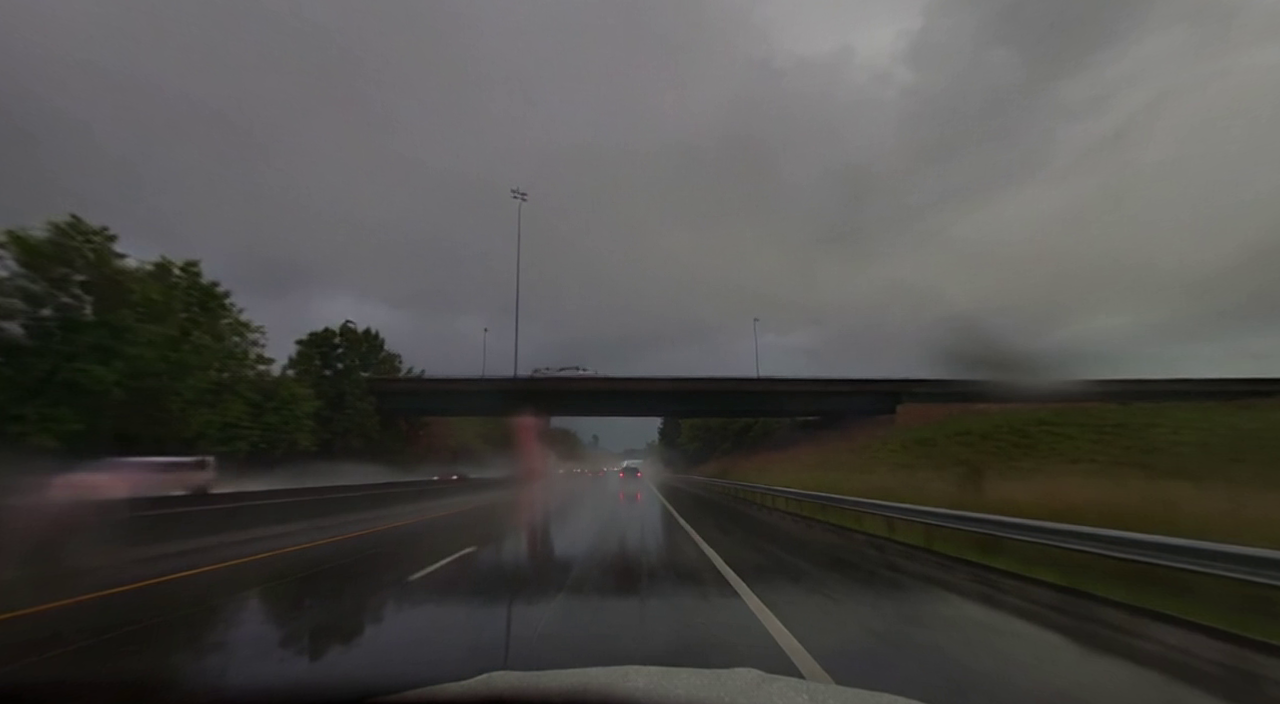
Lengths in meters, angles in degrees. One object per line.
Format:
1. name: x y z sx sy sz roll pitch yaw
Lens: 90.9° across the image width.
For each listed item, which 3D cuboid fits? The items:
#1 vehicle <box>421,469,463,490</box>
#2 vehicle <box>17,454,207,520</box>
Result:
1. vehicle: -15.124 9.757 48.355 1.833 1.469 3.648 0 -11 2
2. vehicle: -17.218 4.418 20.996 2.039 1.876 4.852 1 -11 0
